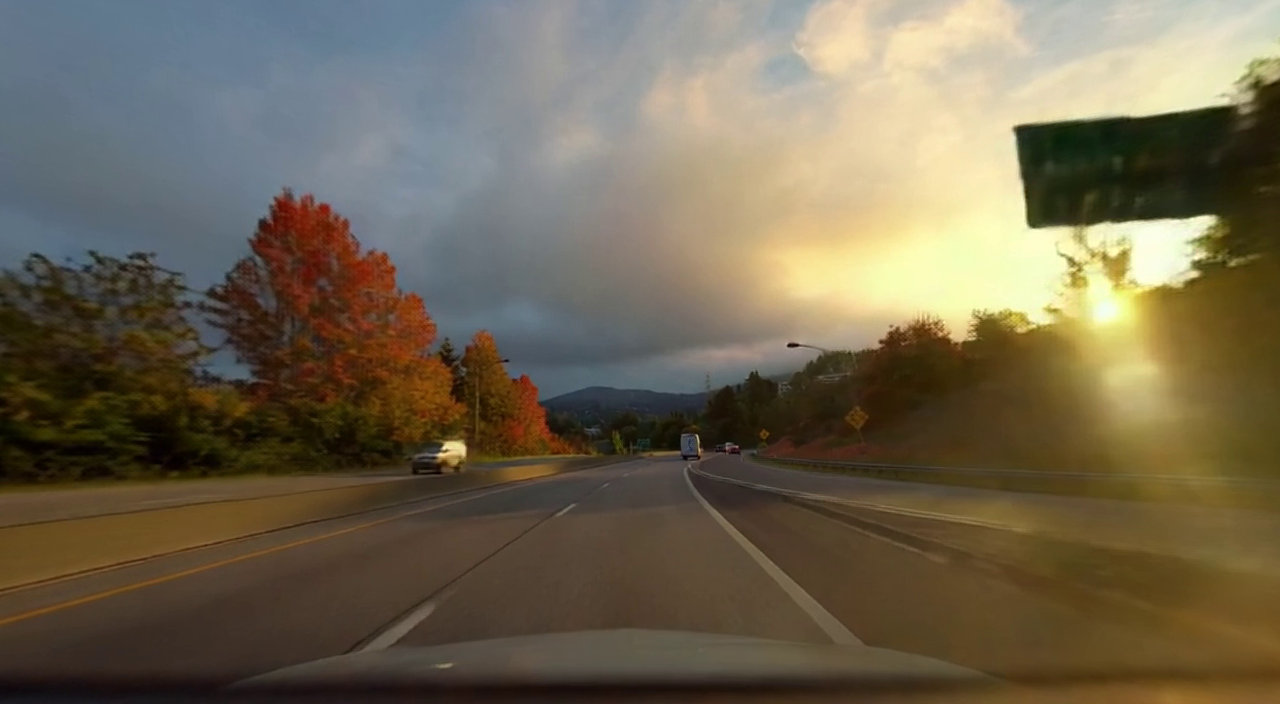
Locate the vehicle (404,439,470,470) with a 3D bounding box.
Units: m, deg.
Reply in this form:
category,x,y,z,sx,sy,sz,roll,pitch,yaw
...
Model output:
category,x,y,z,sx,sy,sz,roll,pitch,yaw
vehicle,-13.382,6.803,41.728,2.089,1.939,5.262,-1,-9,7
